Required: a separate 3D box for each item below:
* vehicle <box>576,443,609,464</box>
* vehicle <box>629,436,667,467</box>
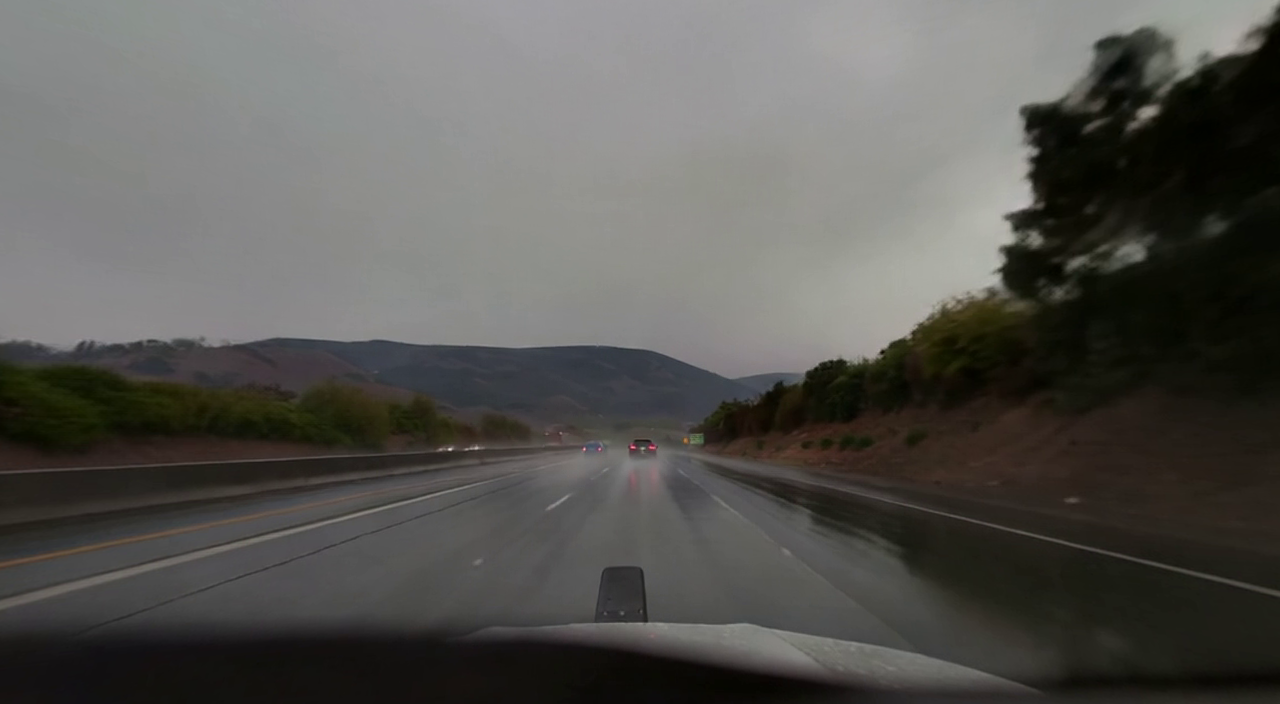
[{"bbox_3d":[-3.519,7.567,47.000,2.082,1.485,4.237,0,-8,1],"label":"vehicle"},{"bbox_3d":[0.461,6.282,39.798,2.272,1.836,4.866,0,-8,0],"label":"vehicle"}]
